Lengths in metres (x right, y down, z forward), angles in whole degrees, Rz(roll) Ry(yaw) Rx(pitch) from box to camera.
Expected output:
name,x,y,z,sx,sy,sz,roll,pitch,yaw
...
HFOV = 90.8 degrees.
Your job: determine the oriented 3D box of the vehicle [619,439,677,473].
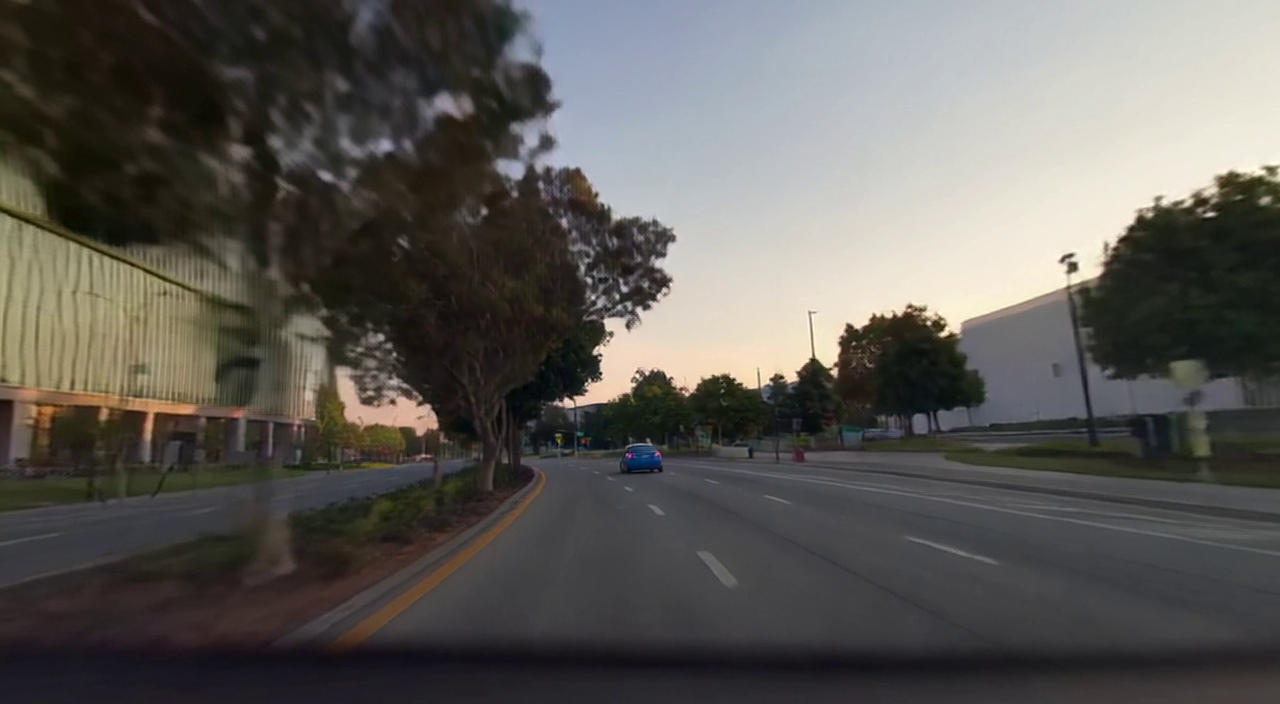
name,x,y,z,sx,sy,sz,roll,pitch,yaw
vehicle,0.339,5.318,32.533,2.165,1.633,4.381,1,-9,-10
